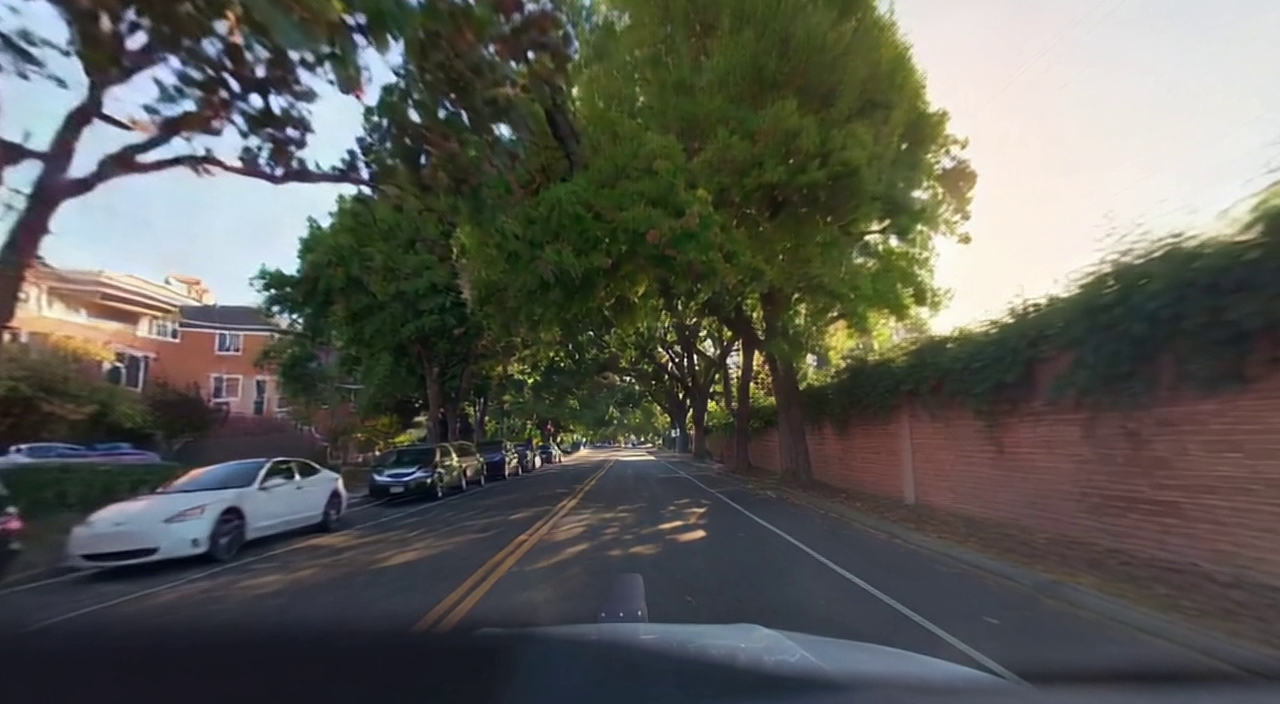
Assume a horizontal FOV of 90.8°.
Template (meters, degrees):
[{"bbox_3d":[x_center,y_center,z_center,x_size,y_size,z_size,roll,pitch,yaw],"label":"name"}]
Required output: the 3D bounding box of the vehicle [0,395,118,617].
[{"bbox_3d":[-6.236,1.036,3.654,1.976,1.805,5.123,1,-8,1],"label":"vehicle"}]

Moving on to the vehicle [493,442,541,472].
[{"bbox_3d":[-6.930,5.969,36.187,1.952,1.514,4.630,1,-8,-2],"label":"vehicle"}]

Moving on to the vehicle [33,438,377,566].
[{"bbox_3d":[-6.349,2.163,10.219,1.925,1.488,4.983,1,-8,1],"label":"vehicle"}]

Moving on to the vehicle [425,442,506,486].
[{"bbox_3d":[-6.589,4.259,24.395,1.906,1.460,4.391,1,-8,-1],"label":"vehicle"}]
